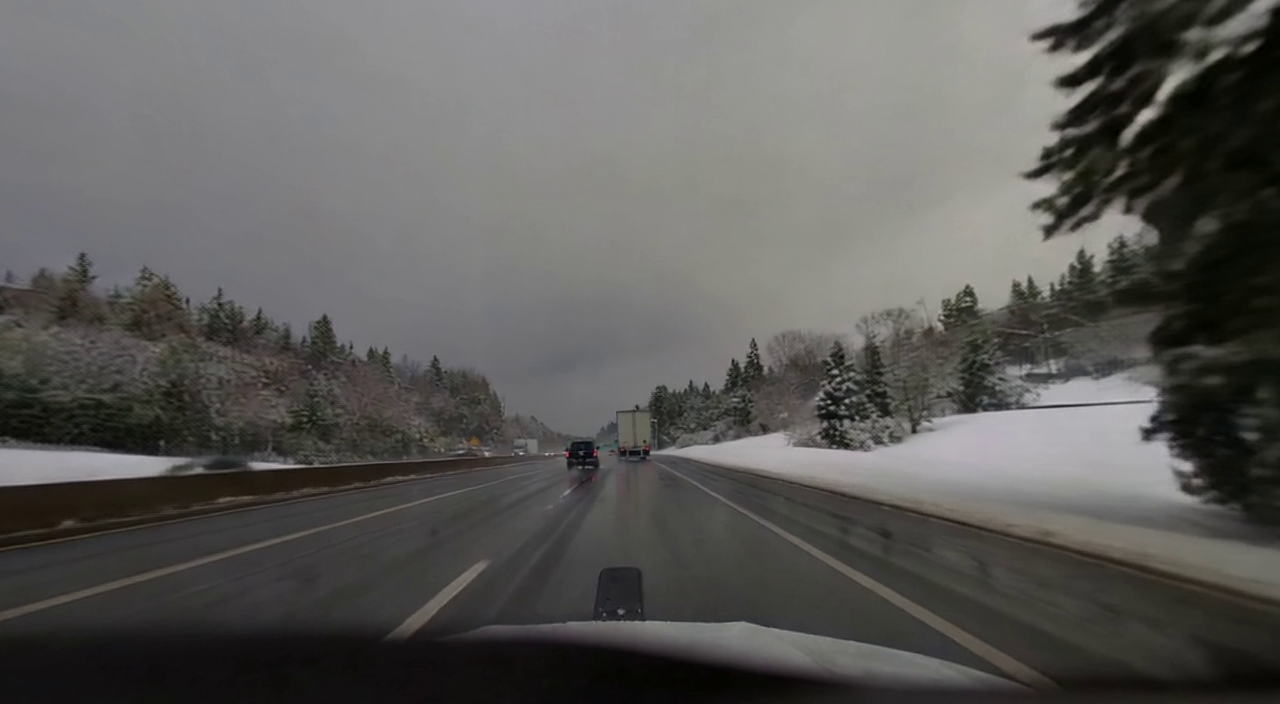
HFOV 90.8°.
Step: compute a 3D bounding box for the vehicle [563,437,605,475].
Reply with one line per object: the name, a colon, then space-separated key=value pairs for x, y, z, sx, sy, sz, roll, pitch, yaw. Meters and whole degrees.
vehicle: x=-2.985 y=5.641 z=34.275 sx=2.139 sy=1.925 sz=4.312 roll=0 pitch=-9 yaw=-4
